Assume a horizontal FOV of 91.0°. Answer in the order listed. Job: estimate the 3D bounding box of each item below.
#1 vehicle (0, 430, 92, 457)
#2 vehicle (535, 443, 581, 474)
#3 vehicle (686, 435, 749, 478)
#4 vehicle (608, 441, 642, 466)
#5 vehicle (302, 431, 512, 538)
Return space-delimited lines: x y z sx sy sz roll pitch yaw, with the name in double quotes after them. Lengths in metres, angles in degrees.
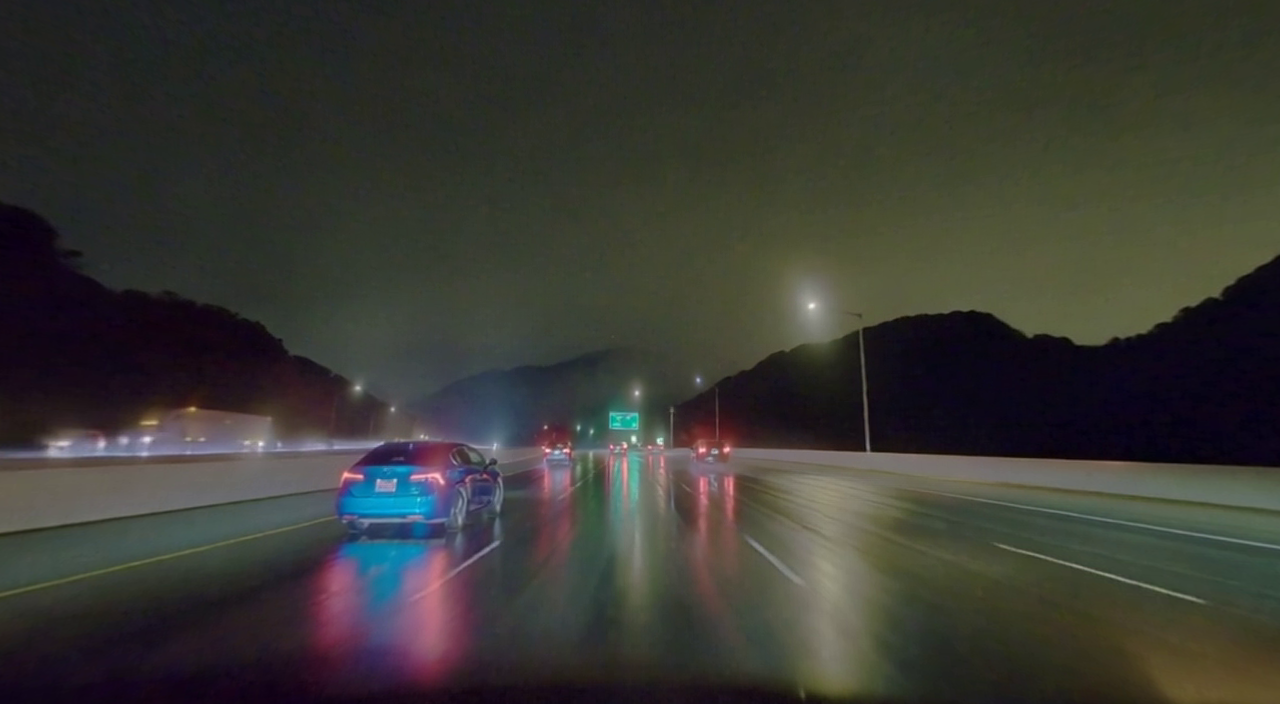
-35.664 5.500 37.697 1.745 1.497 4.313 0 -9 -1 "vehicle"
-4.133 5.394 32.242 1.796 1.464 3.839 0 -9 0 "vehicle"
3.450 4.770 28.991 2.222 1.820 4.733 0 -9 -1 "vehicle"
-0.972 6.773 42.220 2.147 1.572 4.094 0 -9 0 "vehicle"
-3.767 2.207 11.152 1.993 1.500 4.248 0 -9 2 "vehicle"
